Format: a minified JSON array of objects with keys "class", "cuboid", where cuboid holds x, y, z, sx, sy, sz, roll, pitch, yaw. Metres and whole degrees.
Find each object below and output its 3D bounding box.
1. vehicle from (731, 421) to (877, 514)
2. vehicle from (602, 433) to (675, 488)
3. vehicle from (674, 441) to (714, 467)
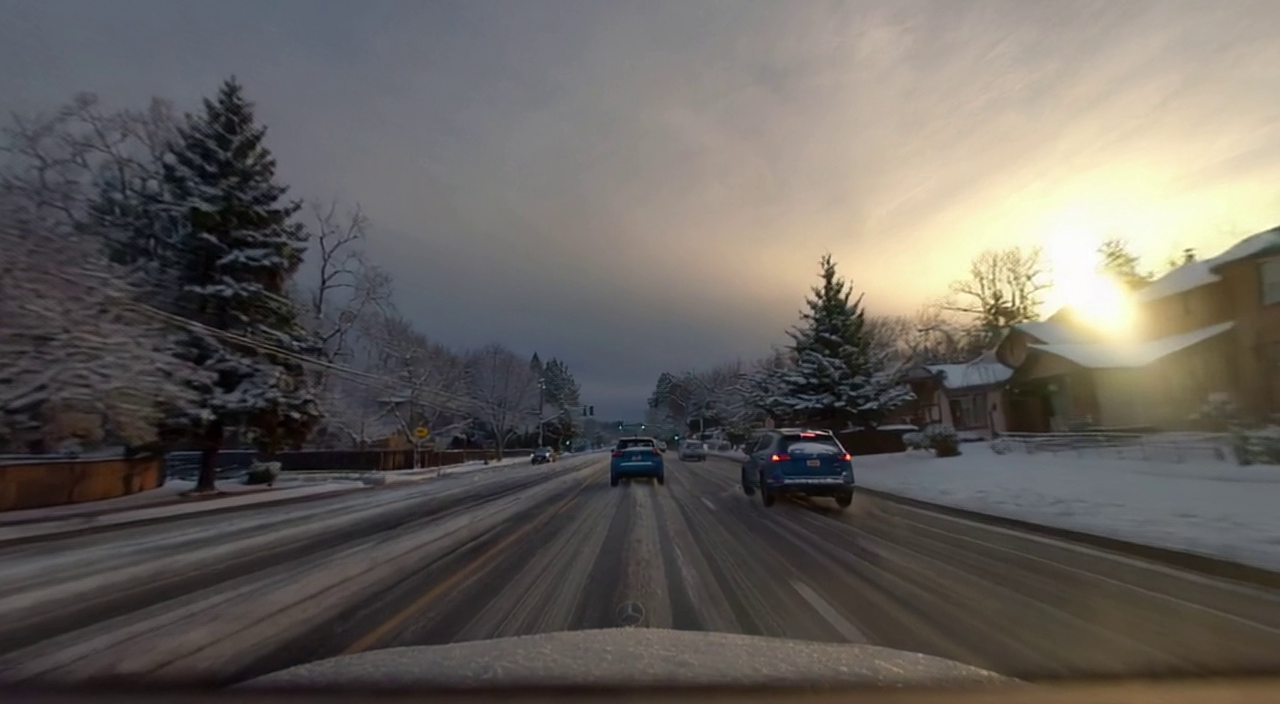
[{"class":"vehicle","cuboid":[3.422,2.524,14.176,2.024,1.711,4.512,0,-9,0]},{"class":"vehicle","cuboid":[-0.036,3.626,21.317,2.200,1.653,4.127,0,-9,0]},{"class":"vehicle","cuboid":[3.335,6.395,39.621,2.099,1.463,4.130,0,-9,-1]}]
